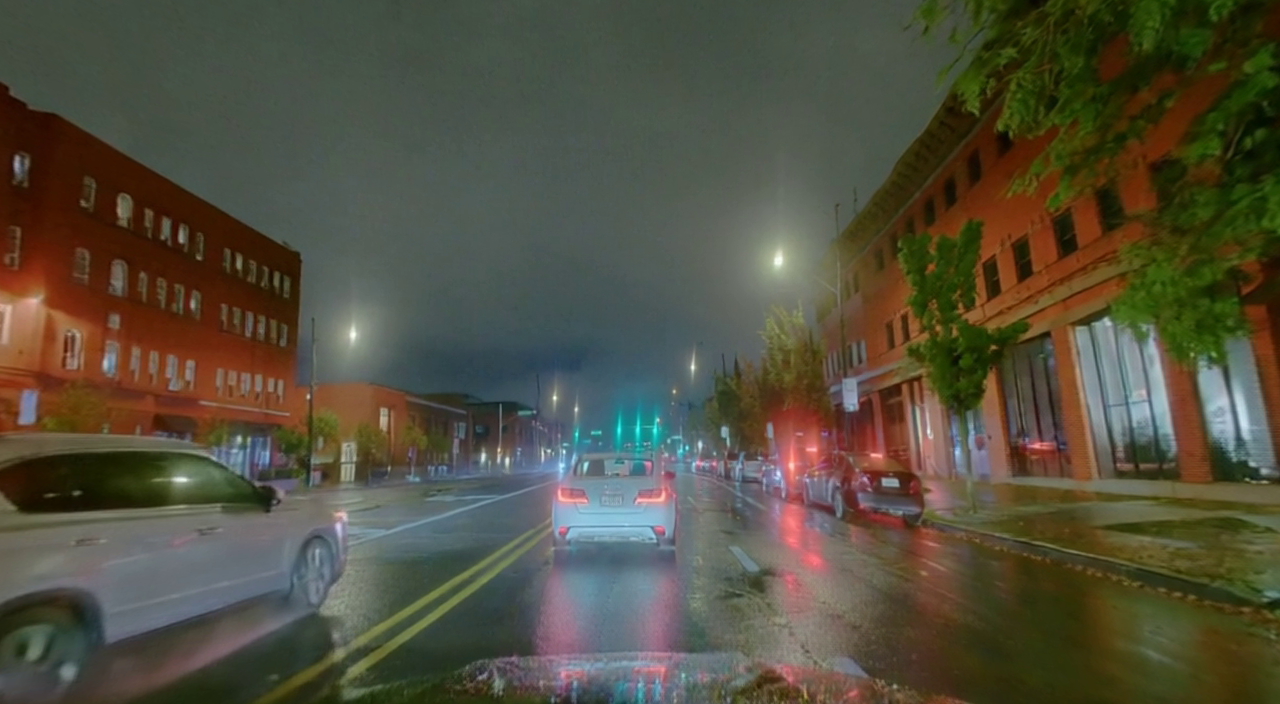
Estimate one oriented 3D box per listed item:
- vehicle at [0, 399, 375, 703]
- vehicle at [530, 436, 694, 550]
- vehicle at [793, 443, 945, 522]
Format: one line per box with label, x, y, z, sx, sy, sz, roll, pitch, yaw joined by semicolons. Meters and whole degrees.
vehicle;-3.511;1.126;3.576;1.934;1.548;4.635;0;-9;1
vehicle;-0.384;2.237;10.670;2.230;1.518;4.113;0;-9;0
vehicle;4.915;2.832;14.202;1.832;1.491;4.054;1;-9;-1
